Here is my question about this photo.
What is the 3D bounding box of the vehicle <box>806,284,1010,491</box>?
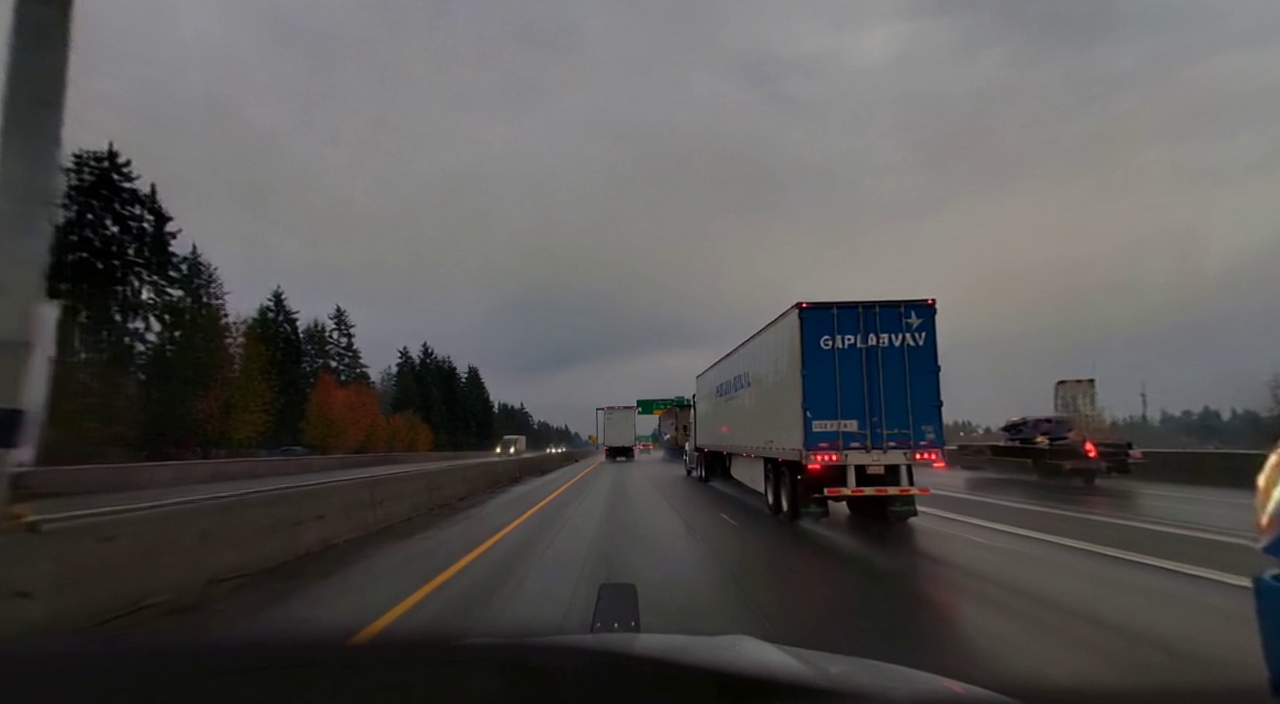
[{"bbox_3d":[4.201,0.625,10.323,2.244,3.047,2.035,0,-8,-2],"label":"vehicle"}]

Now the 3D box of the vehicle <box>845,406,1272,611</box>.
[{"bbox_3d":[4.543,1.449,6.786,4.253,1.543,2.045,4,-9,-30],"label":"vehicle"}]

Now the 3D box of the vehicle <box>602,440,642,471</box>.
[{"bbox_3d":[-0.943,5.309,32.459,1.943,1.491,3.459,0,-8,-2],"label":"vehicle"}]
